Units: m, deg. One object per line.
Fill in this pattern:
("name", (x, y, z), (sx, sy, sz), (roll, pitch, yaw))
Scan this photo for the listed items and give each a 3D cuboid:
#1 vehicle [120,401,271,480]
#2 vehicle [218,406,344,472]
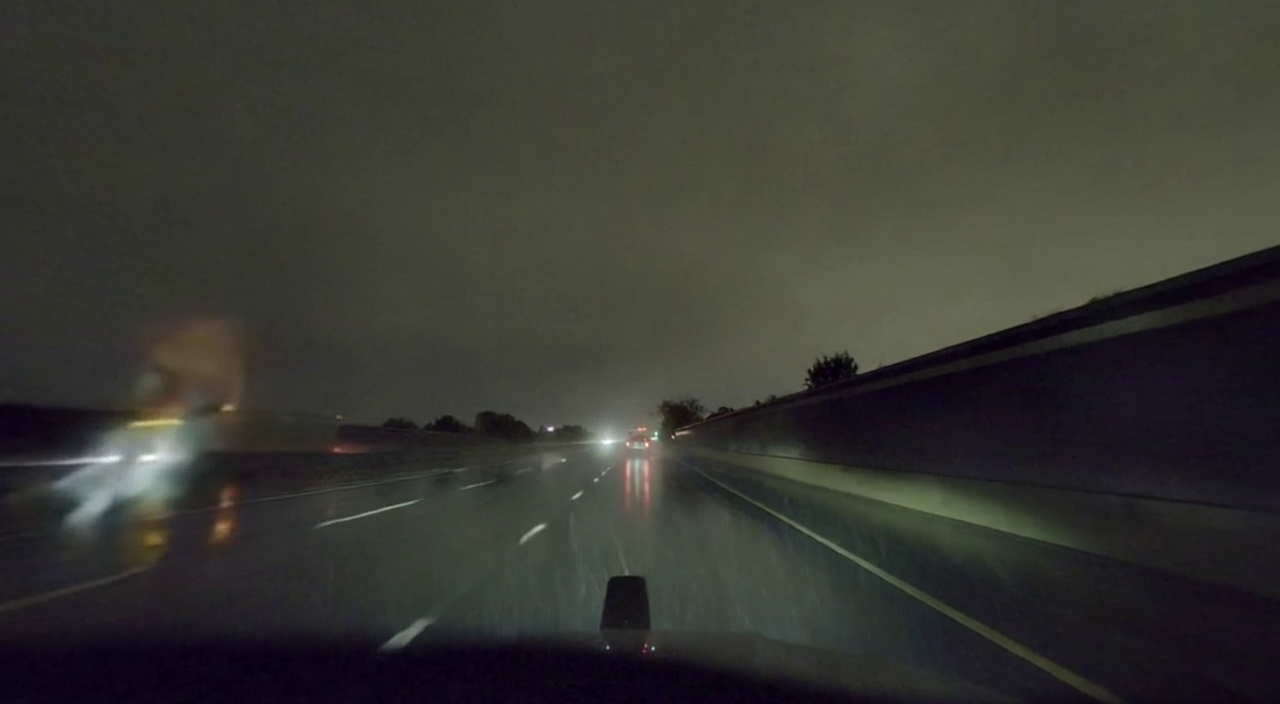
("vehicle", (-22.589, 4.565, 32.480), (3.022, 3.619, 6.249), (0, -8, 1))
("vehicle", (-22.504, 5.546, 40.194), (2.892, 3.760, 8.321), (0, -8, 2))
